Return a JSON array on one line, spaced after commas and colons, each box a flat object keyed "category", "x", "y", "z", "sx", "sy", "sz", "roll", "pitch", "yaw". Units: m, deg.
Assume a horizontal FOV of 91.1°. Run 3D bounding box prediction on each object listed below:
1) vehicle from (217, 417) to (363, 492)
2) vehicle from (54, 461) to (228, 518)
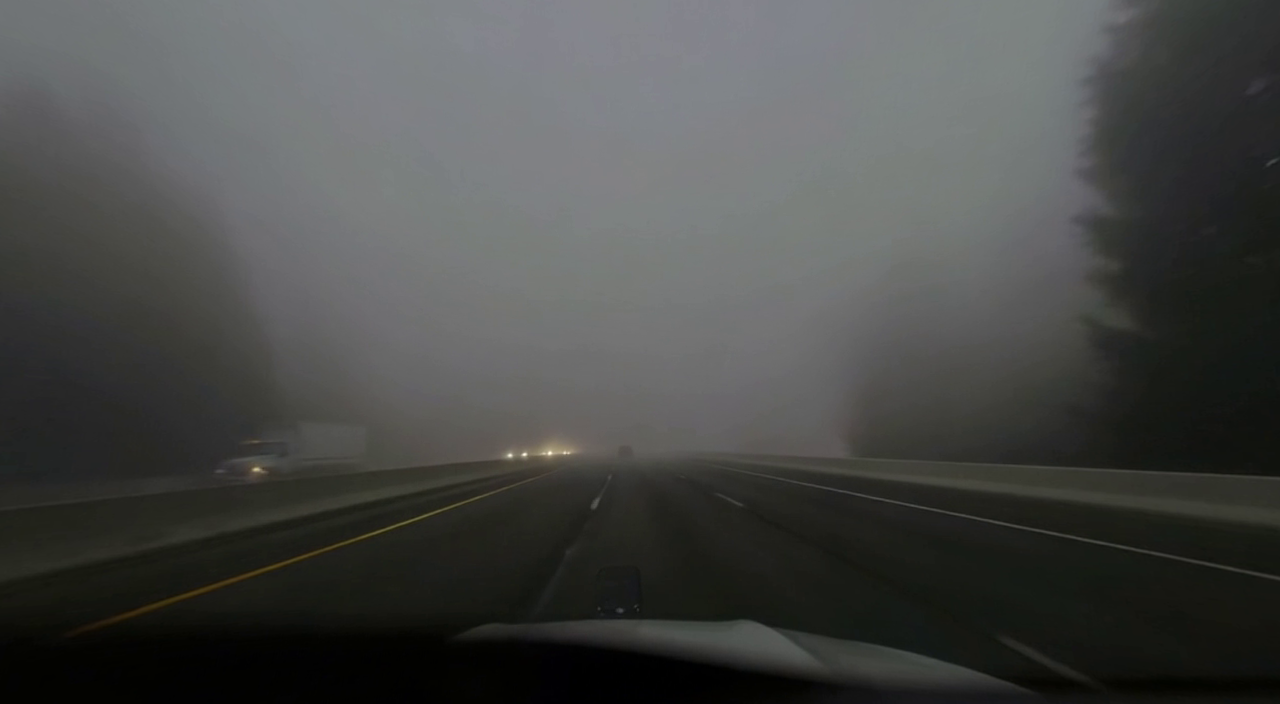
[{"category": "vehicle", "x": -19.765, "y": 5.903, "z": 36.478, "sx": 3.225, "sy": 3.742, "sz": 9.159, "roll": 0, "pitch": -9, "yaw": -1}, {"category": "vehicle", "x": -15.654, "y": 4.292, "z": 20.123, "sx": 1.932, "sy": 1.495, "sz": 4.511, "roll": 0, "pitch": -9, "yaw": -2}]
